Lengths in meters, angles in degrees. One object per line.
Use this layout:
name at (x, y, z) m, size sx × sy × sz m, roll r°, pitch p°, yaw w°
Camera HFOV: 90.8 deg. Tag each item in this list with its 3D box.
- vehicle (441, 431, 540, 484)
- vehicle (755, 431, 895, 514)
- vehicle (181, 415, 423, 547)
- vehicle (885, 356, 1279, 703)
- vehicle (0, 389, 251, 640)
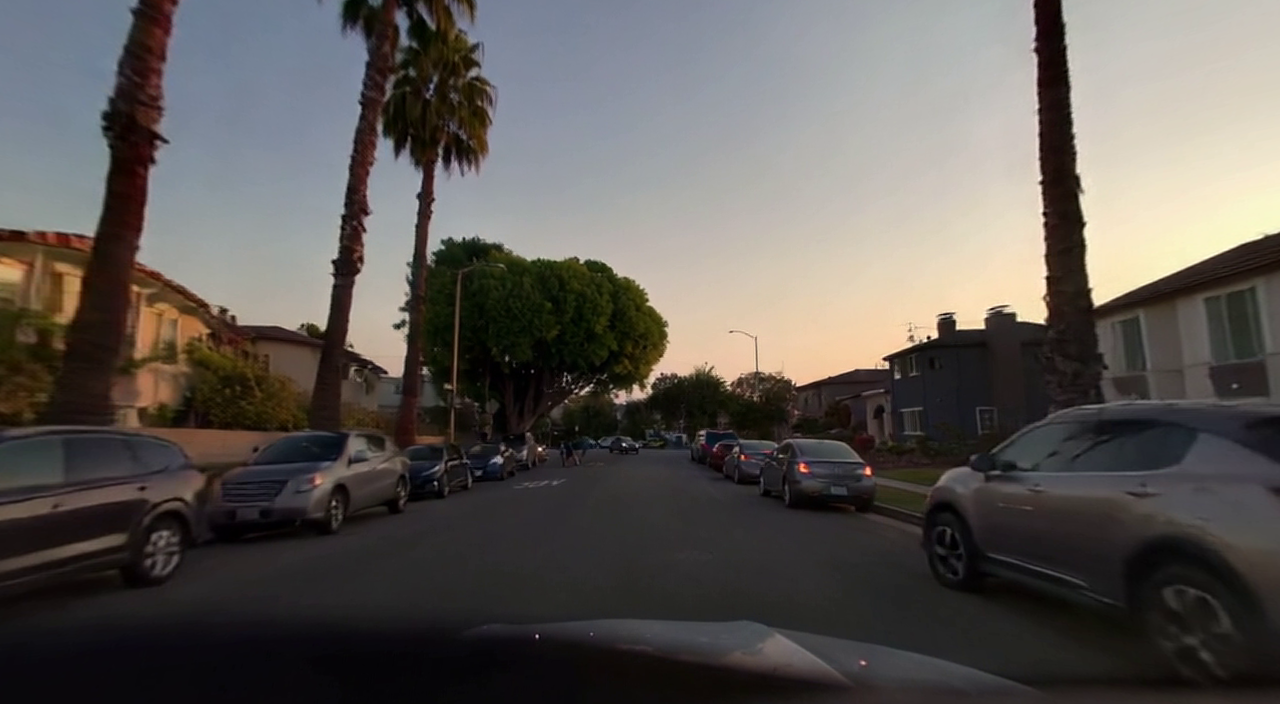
vehicle at (-5.640, 4.062, 24.808) m, size 2.316 × 1.808 × 5.876 m, roll 0°, pitch -8°, yaw 1°
vehicle at (4.094, 2.721, 14.792) m, size 1.998 × 1.649 × 4.175 m, roll 0°, pitch -8°, yaw 0°
vehicle at (-5.686, 2.193, 11.553) m, size 1.963 × 1.859 × 4.884 m, roll 0°, pitch -8°, yaw -4°
vehicle at (3.847, 1.196, 4.617) m, size 2.116 × 1.817 × 4.652 m, roll 0°, pitch -8°, yaw -1°
vehicle at (-5.660, 1.308, 5.420) m, size 1.947 × 1.803 × 4.381 m, roll 0°, pitch -8°, yaw -2°
